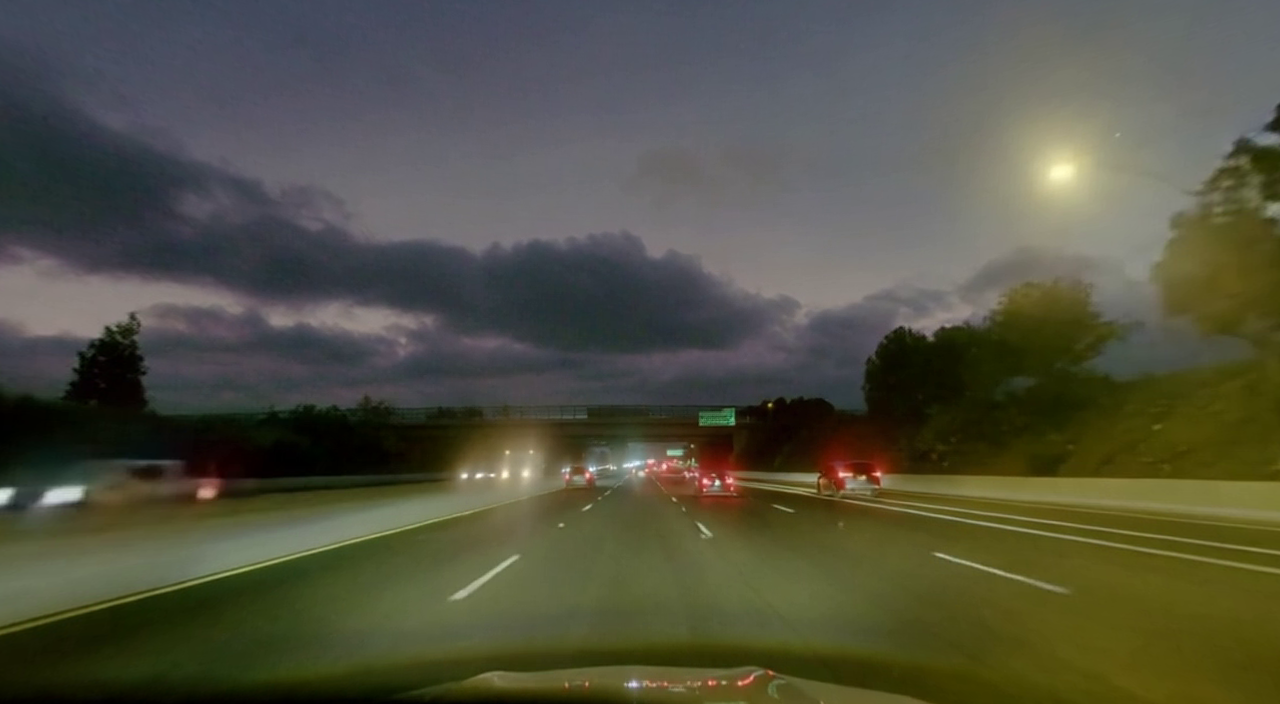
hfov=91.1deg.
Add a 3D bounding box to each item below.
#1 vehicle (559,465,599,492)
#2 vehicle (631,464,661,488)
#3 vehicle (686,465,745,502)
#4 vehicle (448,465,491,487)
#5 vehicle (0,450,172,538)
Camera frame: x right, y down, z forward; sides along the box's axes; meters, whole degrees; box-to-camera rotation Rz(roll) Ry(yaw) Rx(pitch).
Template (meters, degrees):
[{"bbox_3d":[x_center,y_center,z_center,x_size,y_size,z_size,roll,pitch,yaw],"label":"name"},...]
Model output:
[{"bbox_3d":[-3.652,7.672,38.246,1.975,1.486,3.903,1,-10,0],"label":"vehicle"},{"bbox_3d":[0.431,9.432,48.043,2.181,1.698,4.056,1,-10,0],"label":"vehicle"},{"bbox_3d":[3.362,6.001,28.959,2.092,1.518,4.348,1,-10,-1],"label":"vehicle"},{"bbox_3d":[-13.437,9.803,49.762,2.033,1.615,4.542,1,-10,1],"label":"vehicle"},{"bbox_3d":[-13.275,3.109,14.139,1.934,1.661,4.526,1,-10,0],"label":"vehicle"}]
